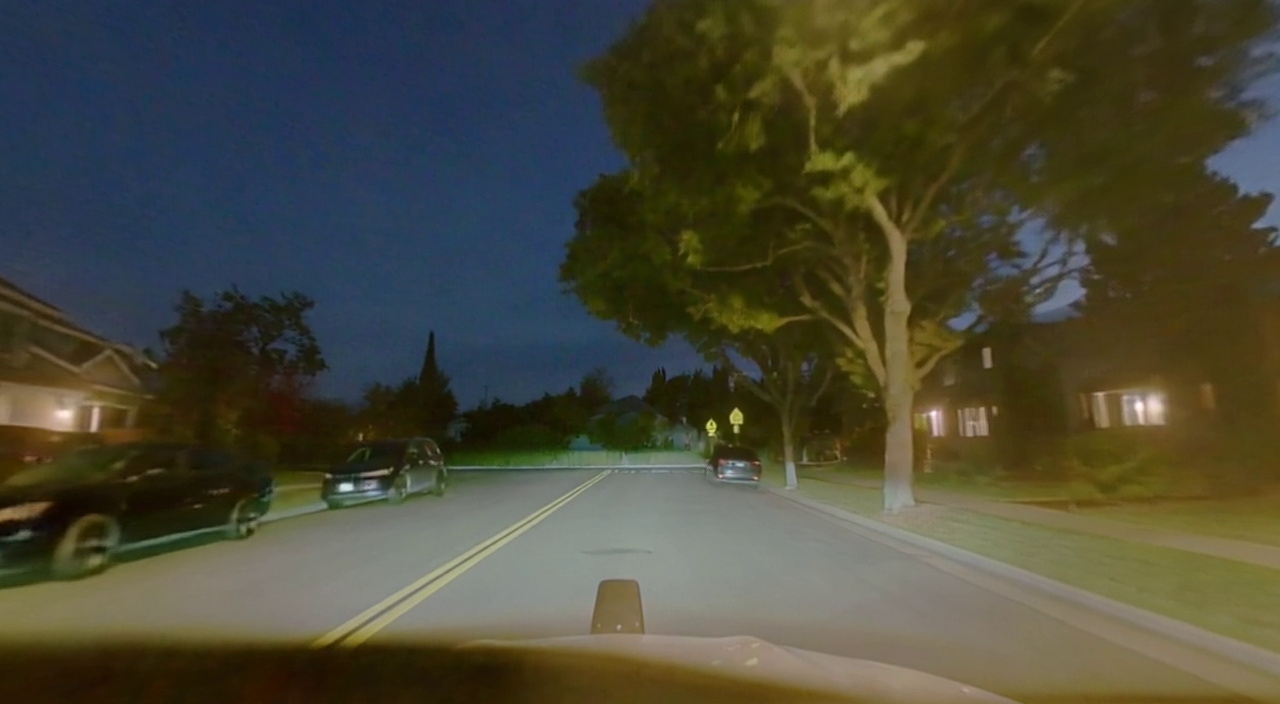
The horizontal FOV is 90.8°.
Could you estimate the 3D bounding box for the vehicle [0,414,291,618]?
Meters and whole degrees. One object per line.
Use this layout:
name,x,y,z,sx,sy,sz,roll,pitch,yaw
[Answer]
vehicle,-6.796,1.801,7.967,2.208,1.797,4.559,0,-9,-1

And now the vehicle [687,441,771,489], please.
vehicle,2.971,3.896,22.116,2.167,1.479,4.597,0,-9,-1

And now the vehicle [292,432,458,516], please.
vehicle,-6.935,3.227,17.447,2.225,1.817,5.731,-2,-8,-1
